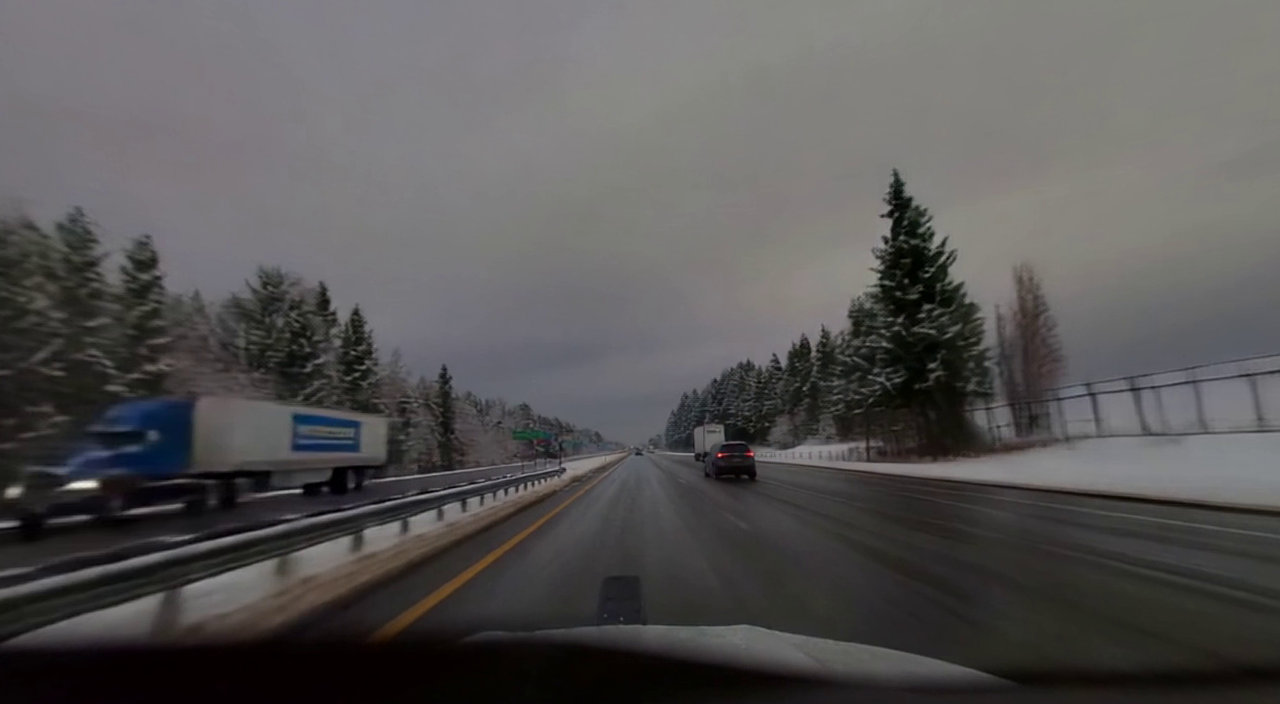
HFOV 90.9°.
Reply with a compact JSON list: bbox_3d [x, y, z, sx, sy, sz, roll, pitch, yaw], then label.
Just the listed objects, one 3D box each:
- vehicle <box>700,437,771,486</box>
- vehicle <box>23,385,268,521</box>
[{"bbox_3d":[3.680,4.321,25.028,2.093,1.742,4.167,0,-9,-1],"label":"vehicle"},{"bbox_3d":[-15.721,3.297,20.831,3.060,3.798,5.974,0,-9,-1],"label":"vehicle"}]
